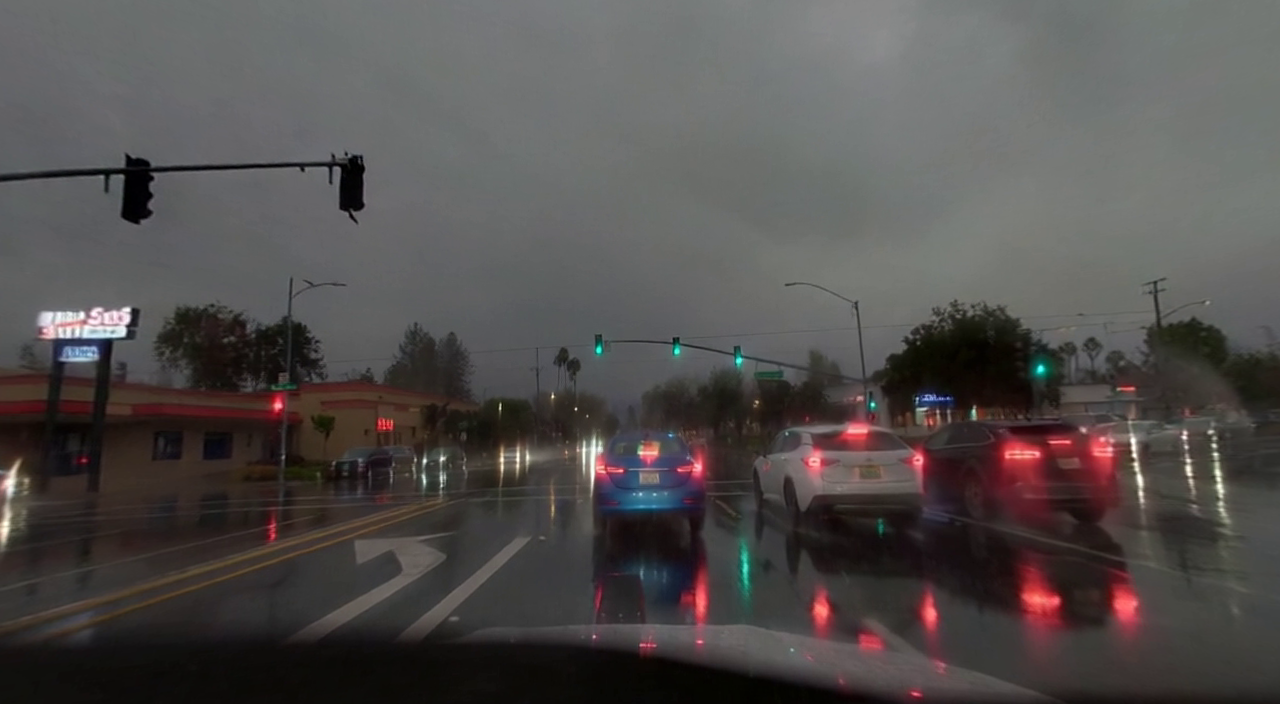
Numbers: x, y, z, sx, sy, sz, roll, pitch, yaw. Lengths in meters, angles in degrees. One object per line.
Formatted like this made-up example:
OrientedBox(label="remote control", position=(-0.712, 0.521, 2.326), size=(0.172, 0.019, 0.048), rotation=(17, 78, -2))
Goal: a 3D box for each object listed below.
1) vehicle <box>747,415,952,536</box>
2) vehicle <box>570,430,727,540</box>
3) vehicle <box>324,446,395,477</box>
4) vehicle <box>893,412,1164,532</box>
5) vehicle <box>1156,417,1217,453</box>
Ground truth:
OrientedBox(label="vehicle", position=(3.266, 2.046, 11.051), size=(1.973, 1.633, 4.717), rotation=(0, -8, 0))
OrientedBox(label="vehicle", position=(0.084, 2.126, 10.741), size=(2.135, 1.468, 4.076), rotation=(0, -8, -1))
OrientedBox(label="vehicle", position=(-18.612, 7.271, 42.254), size=(2.324, 1.911, 5.610), rotation=(0, -8, -2))
OrientedBox(label="vehicle", position=(6.446, 2.035, 11.256), size=(2.009, 1.700, 4.275), rotation=(0, -8, -1))
OrientedBox(label="vehicle", position=(34.030, 5.184, 39.273), size=(5.099, 2.063, 2.237), rotation=(8, -12, -44))
